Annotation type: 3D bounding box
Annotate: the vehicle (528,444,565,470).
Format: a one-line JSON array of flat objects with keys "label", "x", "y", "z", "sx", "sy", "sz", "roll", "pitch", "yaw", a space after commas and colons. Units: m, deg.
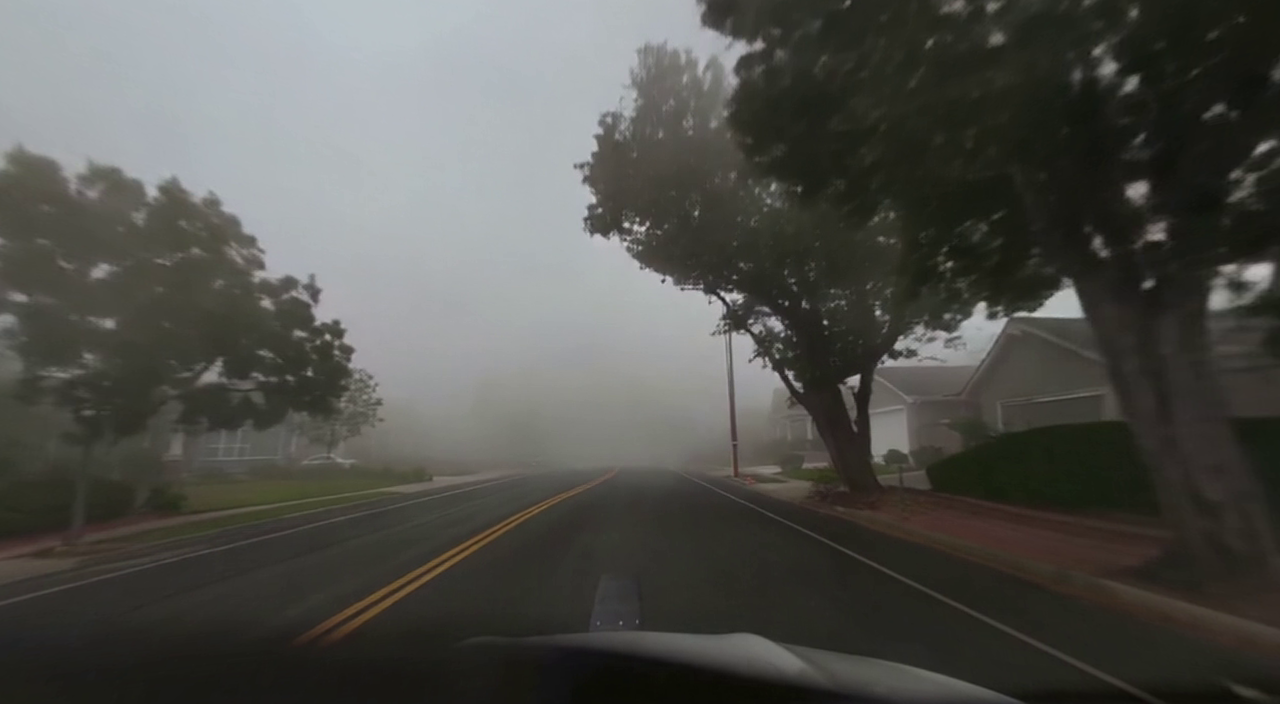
[{"label": "vehicle", "x": -7.184, "y": 8.098, "z": 48.930, "sx": 2.209, "sy": 1.807, "sz": 4.432, "roll": -1, "pitch": -9, "yaw": -1}]
